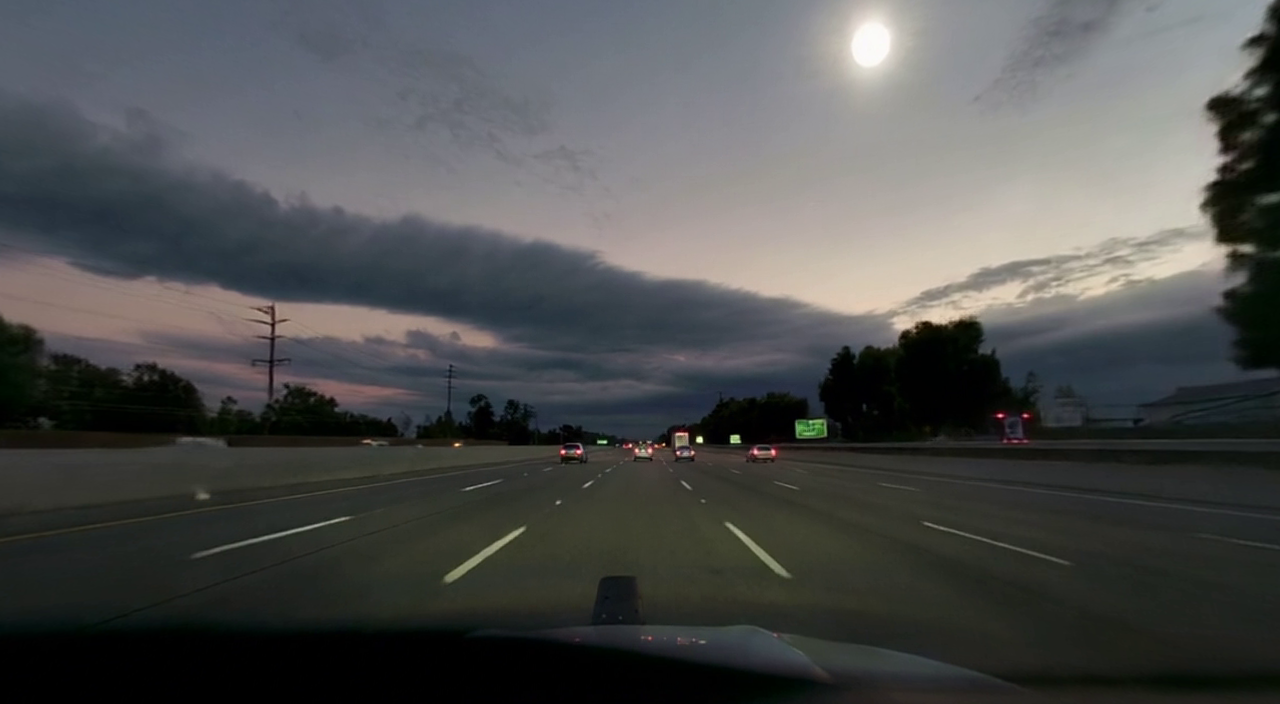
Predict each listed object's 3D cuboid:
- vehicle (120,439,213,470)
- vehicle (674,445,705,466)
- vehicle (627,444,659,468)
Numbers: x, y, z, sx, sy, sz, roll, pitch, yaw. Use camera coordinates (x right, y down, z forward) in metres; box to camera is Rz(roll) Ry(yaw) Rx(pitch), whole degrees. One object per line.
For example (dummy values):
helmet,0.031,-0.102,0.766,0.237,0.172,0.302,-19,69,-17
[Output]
vehicle,-25.237,5.472,33.740,1.833,1.522,3.969,0,-9,1
vehicle,3.761,7.973,48.571,2.076,1.506,4.050,0,-9,0
vehicle,0.203,7.027,42.742,2.066,1.562,4.198,0,-9,0
